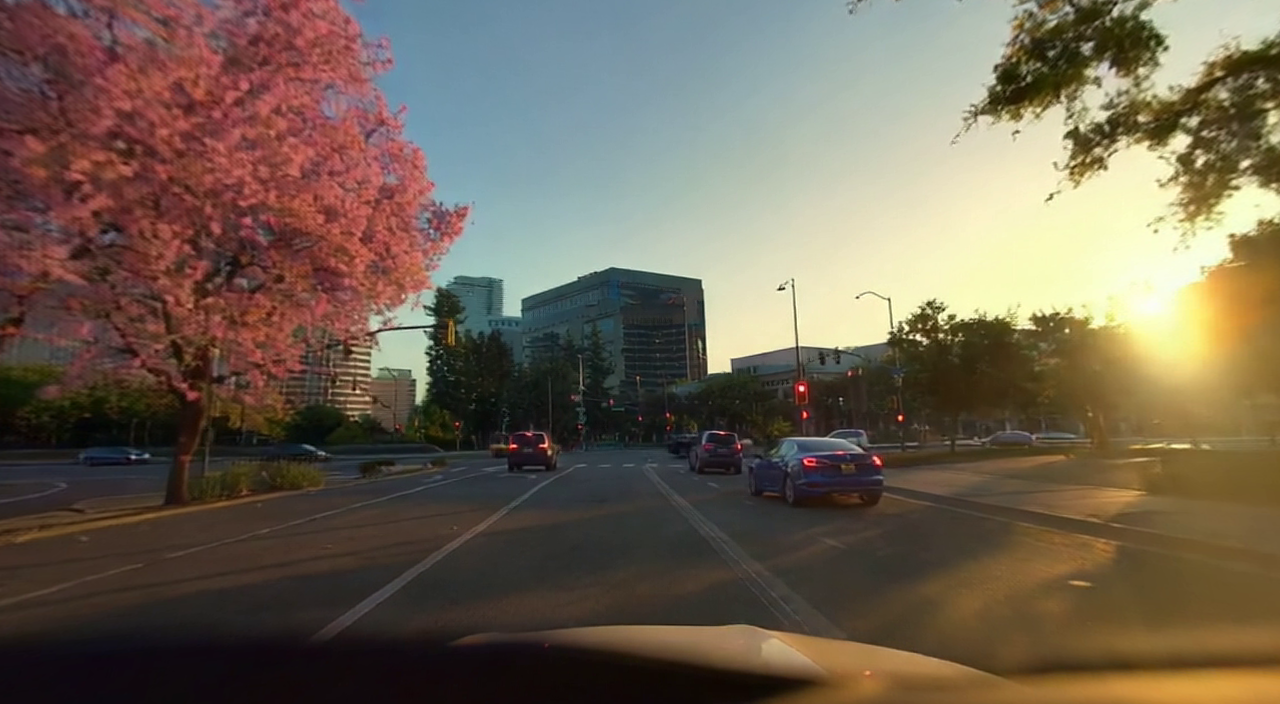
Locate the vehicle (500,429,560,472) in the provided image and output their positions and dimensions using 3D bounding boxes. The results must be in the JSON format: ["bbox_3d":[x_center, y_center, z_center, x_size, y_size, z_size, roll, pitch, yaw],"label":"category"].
[{"bbox_3d":[-4.797,4.363,28.153,1.995,1.703,4.367,0,-8,-2],"label":"vehicle"}]

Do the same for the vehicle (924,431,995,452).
[{"bbox_3d":[22.769,6.387,45.050,4.097,1.436,1.739,0,-8,-3],"label":"vehicle"}]

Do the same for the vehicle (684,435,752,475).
[{"bbox_3d":[3.059,4.179,25.814,2.007,1.466,4.291,0,-8,-3],"label":"vehicle"}]

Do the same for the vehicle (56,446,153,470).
[{"bbox_3d":[-35.160,6.938,41.563,4.526,1.452,1.920,0,-8,-3],"label":"vehicle"}]

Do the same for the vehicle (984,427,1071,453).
[{"bbox_3d":[25.350,5.786,41.424,4.520,1.640,1.825,0,-8,-3],"label":"vehicle"}]

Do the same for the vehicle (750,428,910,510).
[{"bbox_3d":[3.952,2.505,14.042,2.019,1.518,4.285,0,-8,-3],"label":"vehicle"}]

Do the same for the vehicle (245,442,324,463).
[{"bbox_3d":[-25.490,7.187,45.438,4.549,1.439,1.794,0,-8,-3],"label":"vehicle"}]
